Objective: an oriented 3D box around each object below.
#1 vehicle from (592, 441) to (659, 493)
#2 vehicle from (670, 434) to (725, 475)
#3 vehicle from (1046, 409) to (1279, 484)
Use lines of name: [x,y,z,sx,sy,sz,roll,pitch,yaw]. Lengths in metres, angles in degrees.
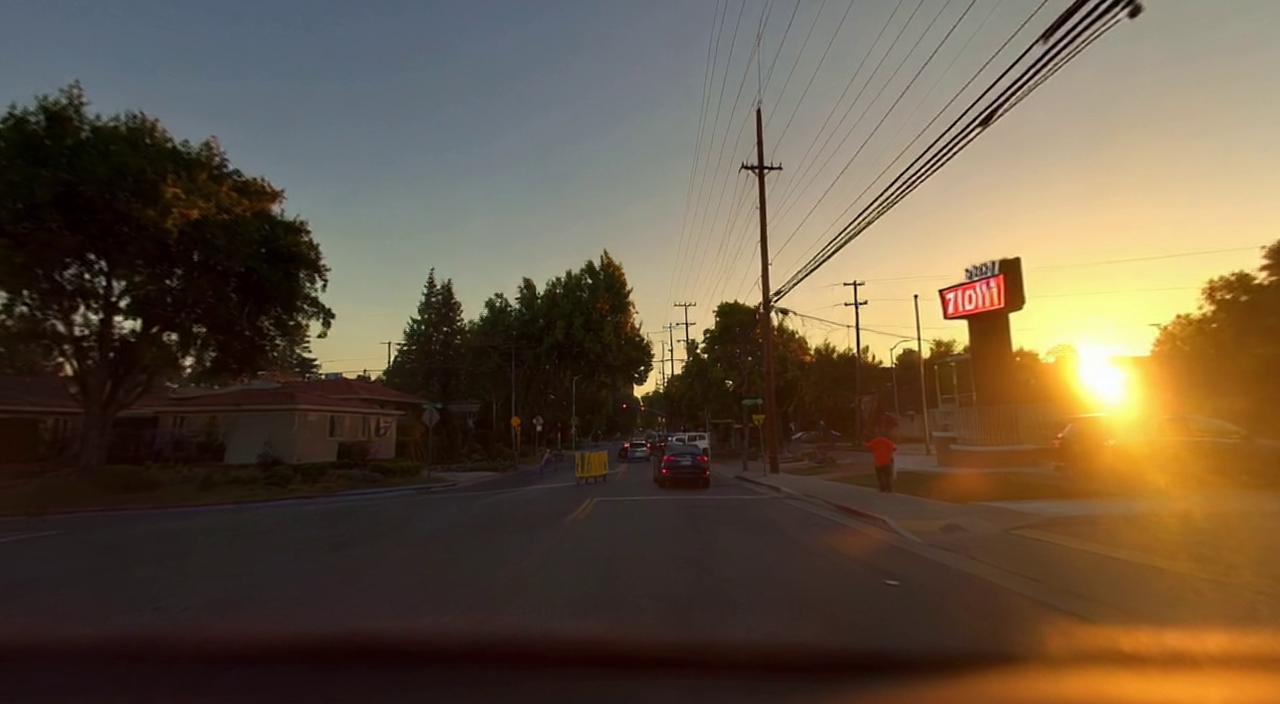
vehicle: [-0.533,3.513,19.702,1.874,1.427,3.976,0,-9,-4]
vehicle: [2.899,5.248,32.580,2.553,1.868,5.536,-1,-8,4]
vehicle: [13.352,2.418,16.118,4.518,1.764,2.014,-1,-9,2]
